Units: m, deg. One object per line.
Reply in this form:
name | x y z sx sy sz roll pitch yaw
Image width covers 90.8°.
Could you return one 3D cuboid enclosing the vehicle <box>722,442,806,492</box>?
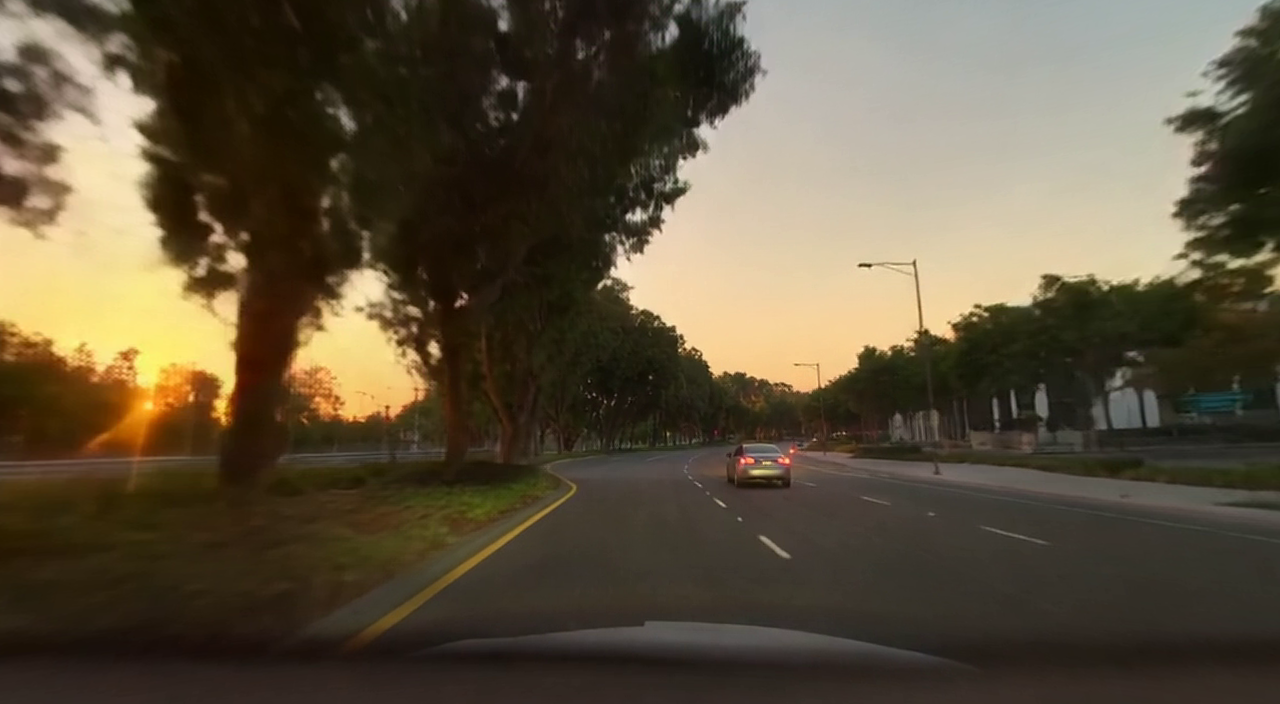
vehicle | 4.004 3.799 21.196 1.928 1.481 4.453 0 -9 0
